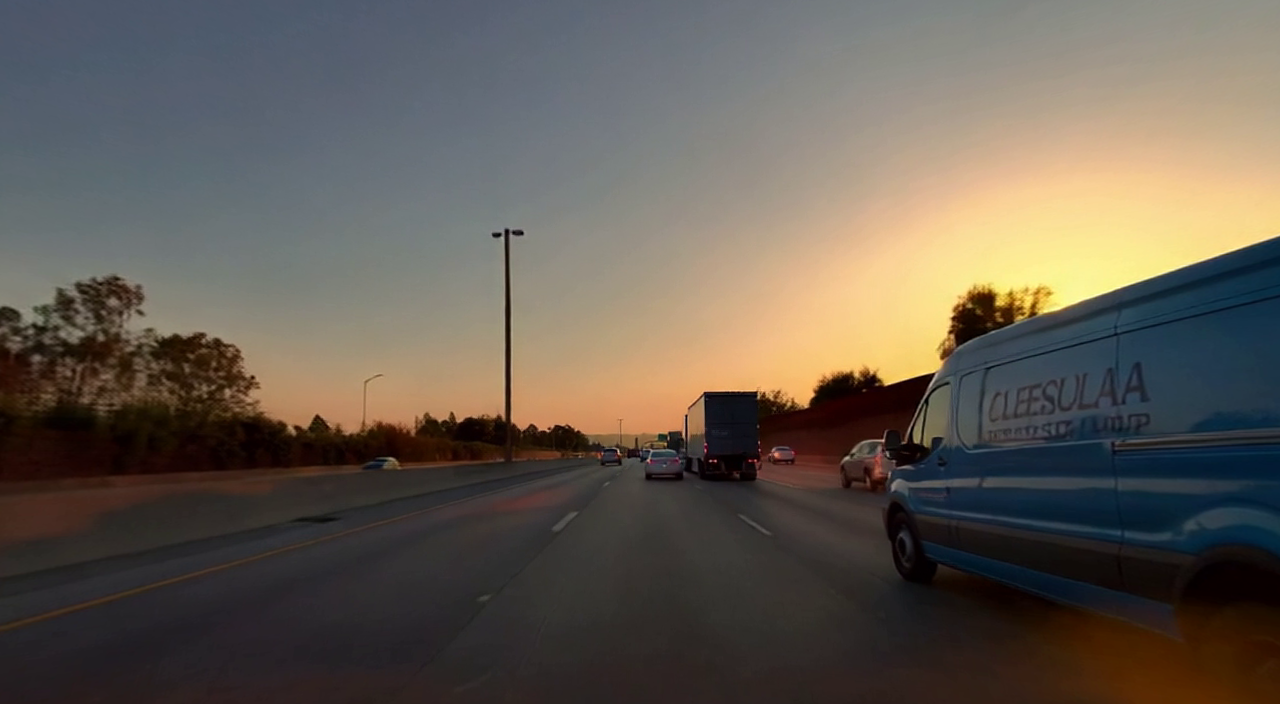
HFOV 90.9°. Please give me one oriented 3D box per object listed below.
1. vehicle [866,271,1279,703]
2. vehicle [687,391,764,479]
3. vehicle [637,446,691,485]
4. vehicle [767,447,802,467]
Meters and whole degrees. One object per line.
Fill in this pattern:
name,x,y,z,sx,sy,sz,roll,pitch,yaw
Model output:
vehicle,3.752,0.941,4.086,2.441,2.017,5.739,0,-9,0
vehicle,4.474,4.840,35.901,2.821,4.077,12.562,0,-9,1
vehicle,0.906,4.738,26.624,2.063,1.469,4.208,0,-9,-1
vehicle,11.350,8.243,49.728,1.870,1.525,3.680,0,-9,0
